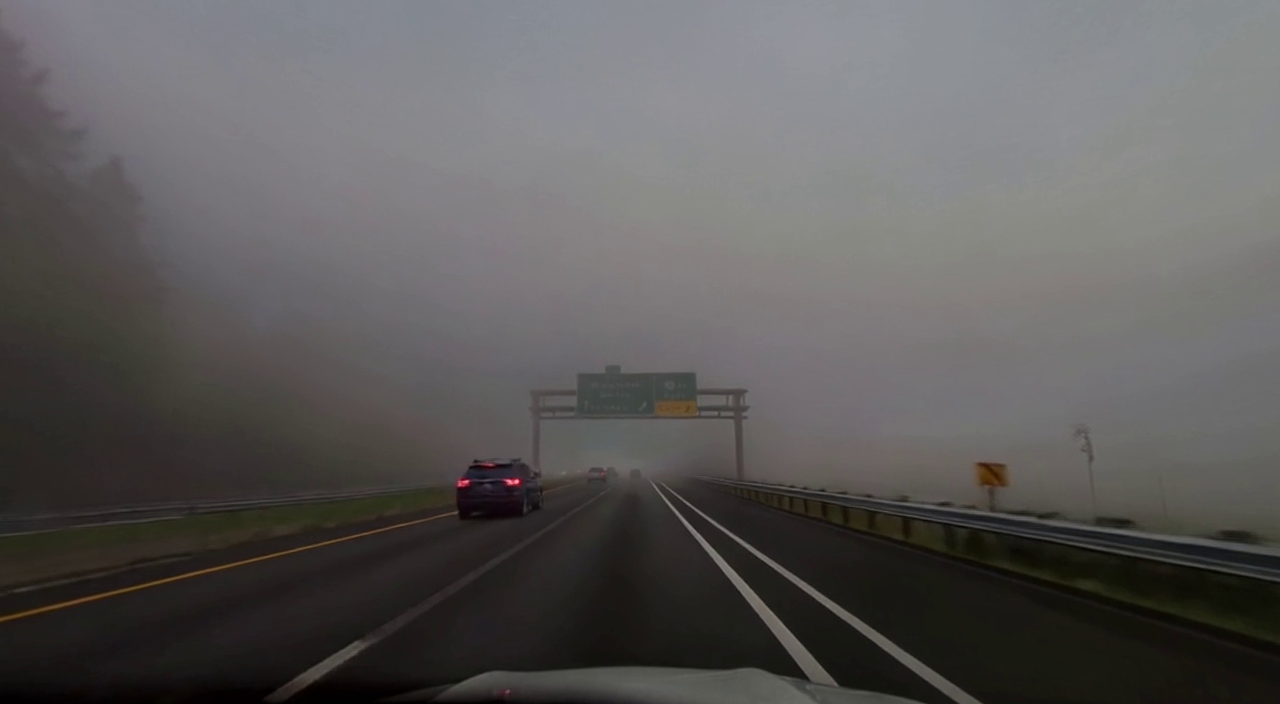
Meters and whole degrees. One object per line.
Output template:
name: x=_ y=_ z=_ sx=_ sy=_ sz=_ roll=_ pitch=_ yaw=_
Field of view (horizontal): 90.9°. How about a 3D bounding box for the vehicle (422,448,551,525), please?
vehicle: x=-4.150 y=3.816 z=18.308 sx=2.254 sy=1.809 sz=5.839 roll=1 pitch=-10 yaw=0
